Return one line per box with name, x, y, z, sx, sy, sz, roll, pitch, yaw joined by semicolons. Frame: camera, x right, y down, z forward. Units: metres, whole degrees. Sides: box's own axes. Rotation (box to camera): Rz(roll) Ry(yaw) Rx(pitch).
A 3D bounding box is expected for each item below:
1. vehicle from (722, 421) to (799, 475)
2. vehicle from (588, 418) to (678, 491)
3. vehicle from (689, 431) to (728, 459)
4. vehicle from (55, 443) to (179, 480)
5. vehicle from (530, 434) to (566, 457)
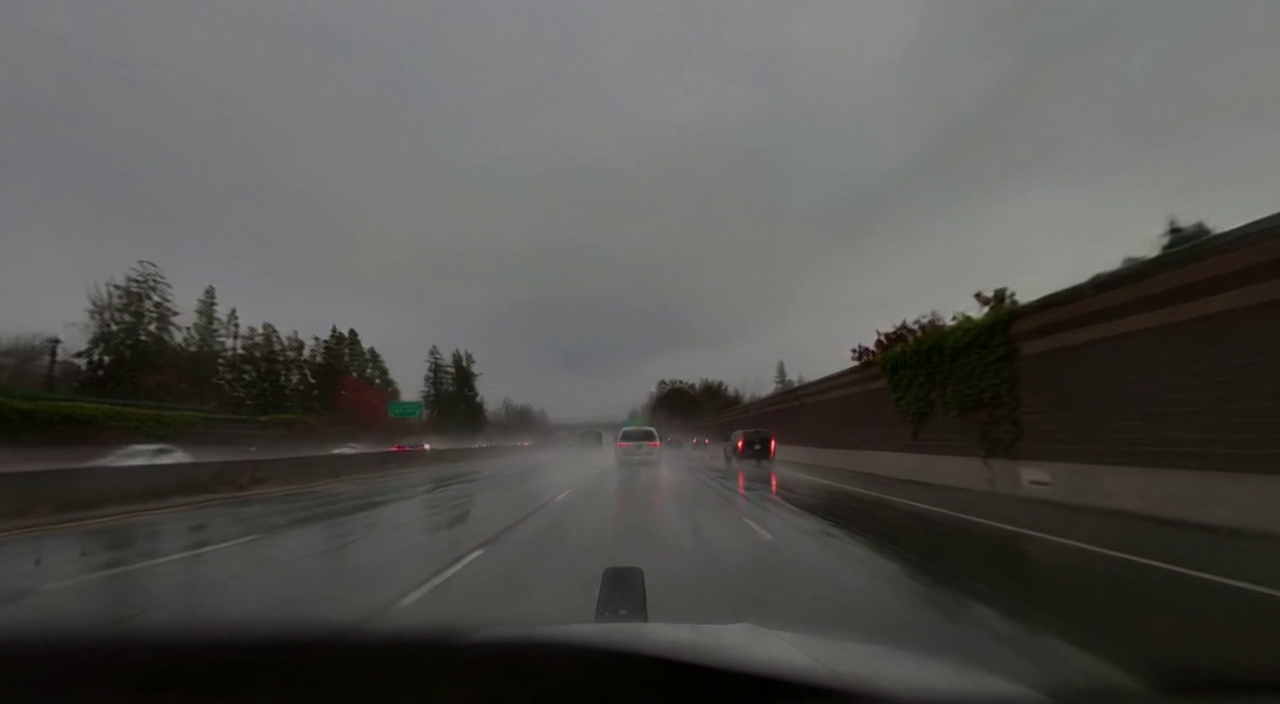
vehicle;4.500;3.683;24.264;2.017;1.847;4.299;0;-9;-1
vehicle;-0.186;2.868;17.895;2.233;1.804;4.273;0;-9;0
vehicle;4.223;5.870;39.632;2.001;1.651;3.916;0;-9;0
vehicle;-21.833;4.562;26.544;1.827;1.422;3.924;0;-9;0
vehicle;-7.003;7.200;48.470;2.024;1.706;4.249;0;-9;1
